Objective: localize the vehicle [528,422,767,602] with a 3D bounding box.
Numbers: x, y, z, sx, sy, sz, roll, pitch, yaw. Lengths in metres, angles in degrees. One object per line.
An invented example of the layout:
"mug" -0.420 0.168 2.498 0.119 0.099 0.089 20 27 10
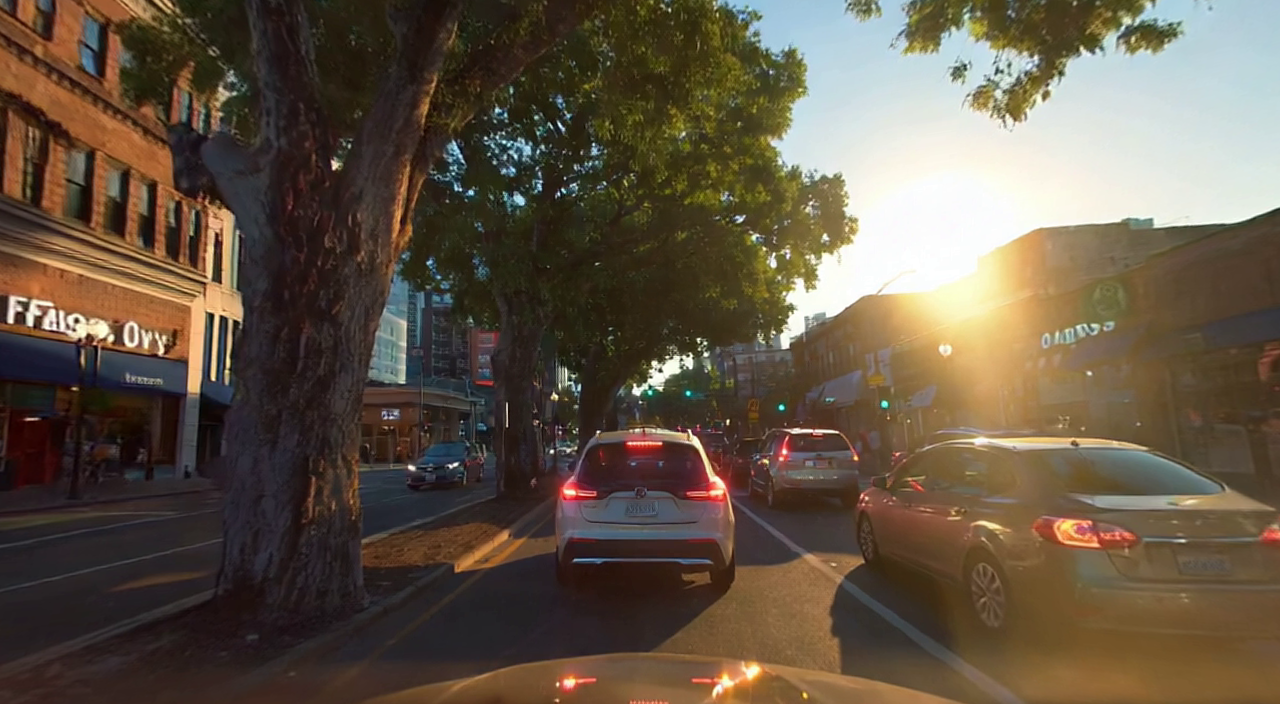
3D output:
"vehicle" 0.042 1.618 7.154 2.006 1.487 3.535 0 -9 -1

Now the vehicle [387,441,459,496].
"vehicle" -6.886 3.670 20.394 1.898 1.542 4.689 2 -9 -16

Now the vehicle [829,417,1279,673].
"vehicle" 3.395 1.447 5.859 1.988 1.480 4.195 0 -9 0
